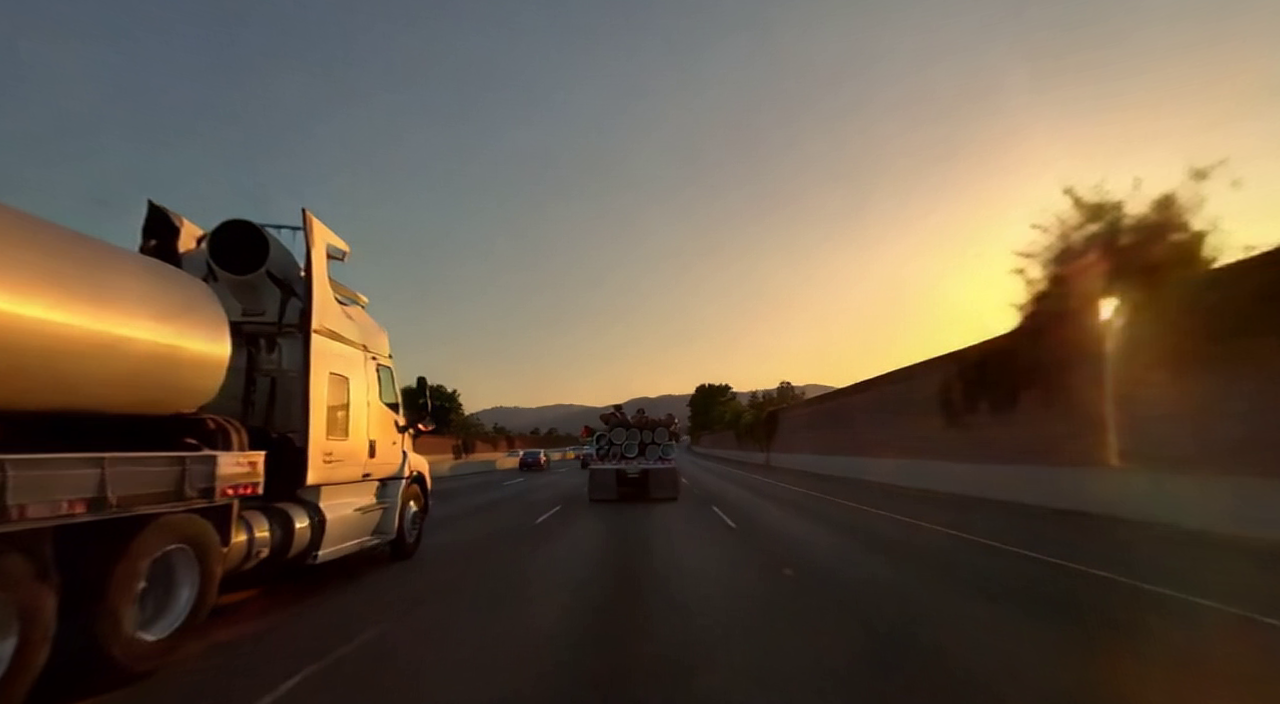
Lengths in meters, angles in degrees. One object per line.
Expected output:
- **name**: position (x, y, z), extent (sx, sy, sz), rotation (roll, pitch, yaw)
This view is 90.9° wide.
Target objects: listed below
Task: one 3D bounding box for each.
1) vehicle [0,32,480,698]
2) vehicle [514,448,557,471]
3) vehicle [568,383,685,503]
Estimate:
- **vehicle**: position (-4.053, 0.362, 6.657), extent (2.998, 3.992, 5.800), rotation (0, -8, 2)
- **vehicle**: position (-7.005, 7.266, 42.771), extent (2.006, 1.458, 4.700), rotation (0, -8, 2)
- **vehicle**: position (-0.800, 2.980, 20.687), extent (2.798, 3.071, 8.412), rotation (1, -9, -8)
